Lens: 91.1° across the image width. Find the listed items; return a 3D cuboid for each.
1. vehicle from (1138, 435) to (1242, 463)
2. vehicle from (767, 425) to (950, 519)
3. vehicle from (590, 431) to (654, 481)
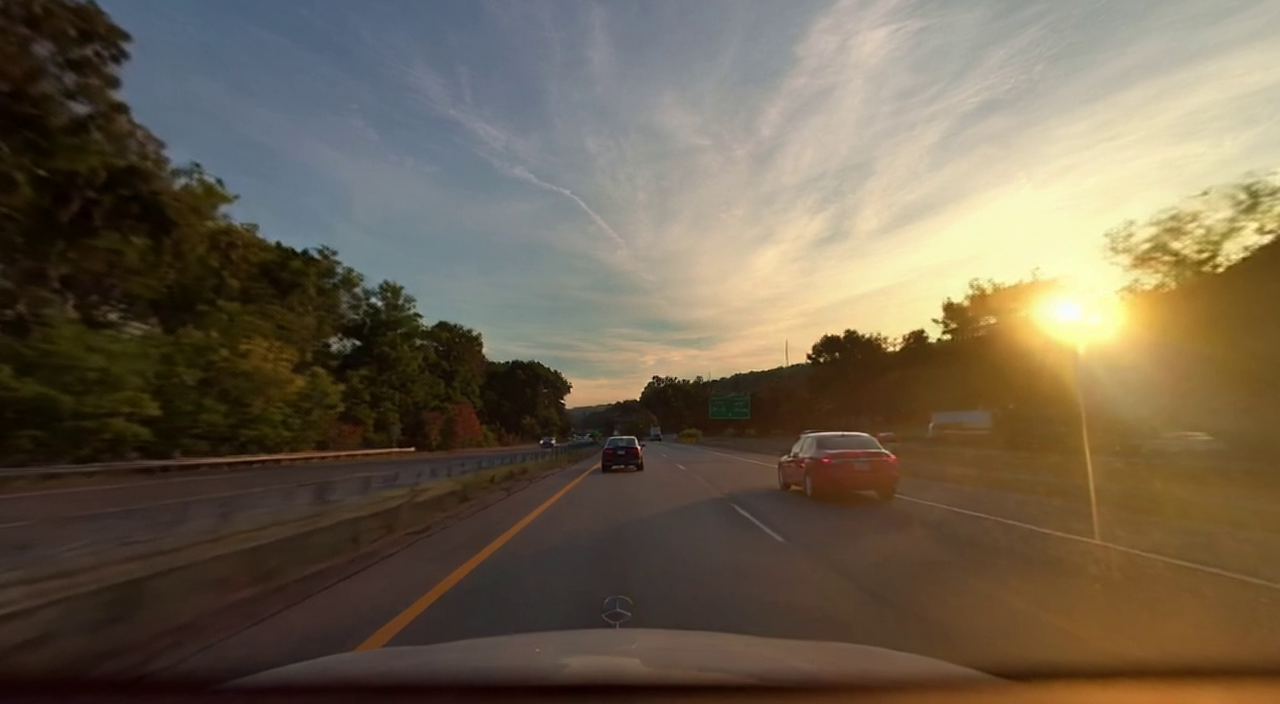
[{"bbox_3d":[33.384,5.870,38.365,1.969,1.556,4.739,0,-8,-1],"label":"vehicle"},{"bbox_3d":[4.022,2.253,12.485,2.010,1.508,4.285,0,-8,-1],"label":"vehicle"},{"bbox_3d":[-0.535,3.337,20.514,1.897,1.479,3.724,0,-8,0],"label":"vehicle"}]
